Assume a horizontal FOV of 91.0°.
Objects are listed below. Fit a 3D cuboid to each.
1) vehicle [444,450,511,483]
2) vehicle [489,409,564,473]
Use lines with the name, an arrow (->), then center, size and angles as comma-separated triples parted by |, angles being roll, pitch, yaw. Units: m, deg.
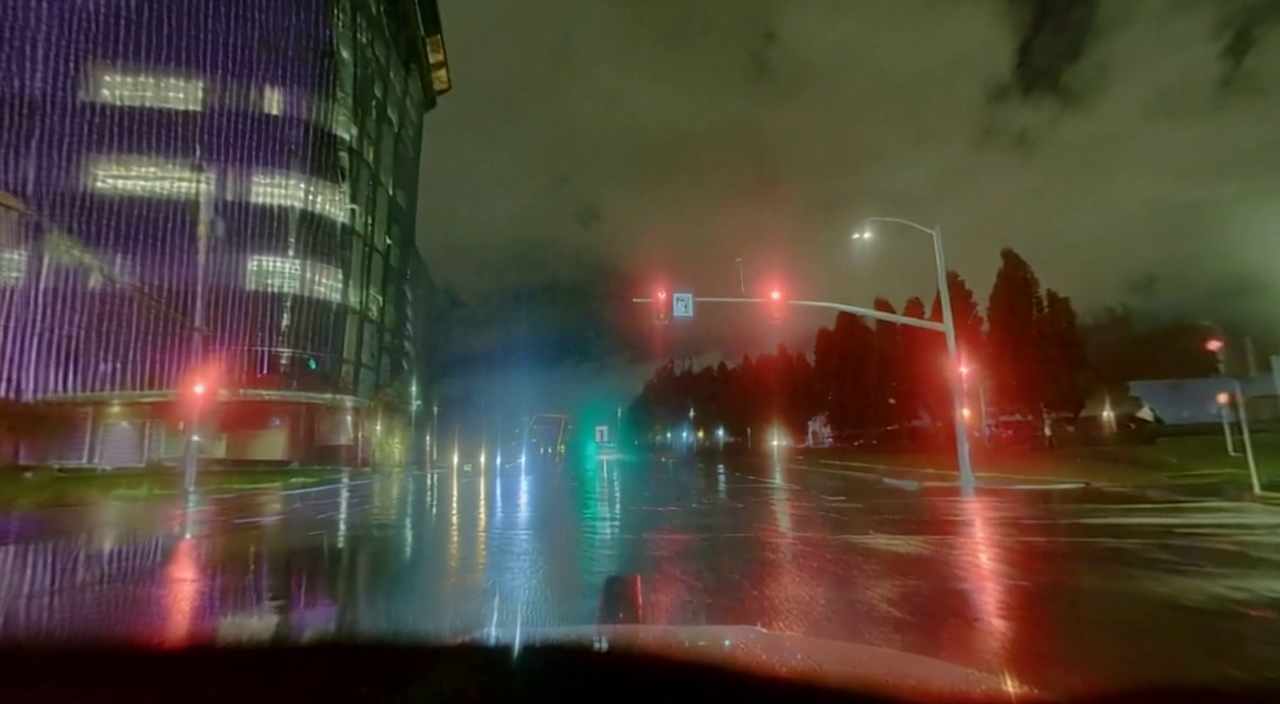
vehicle -> -8.146, 5.749, 31.977 | 2.113, 1.535, 4.504 | 0, -9, 1
vehicle -> -7.520, 6.238, 43.688 | 3.109, 3.888, 11.000 | 0, -9, 0
